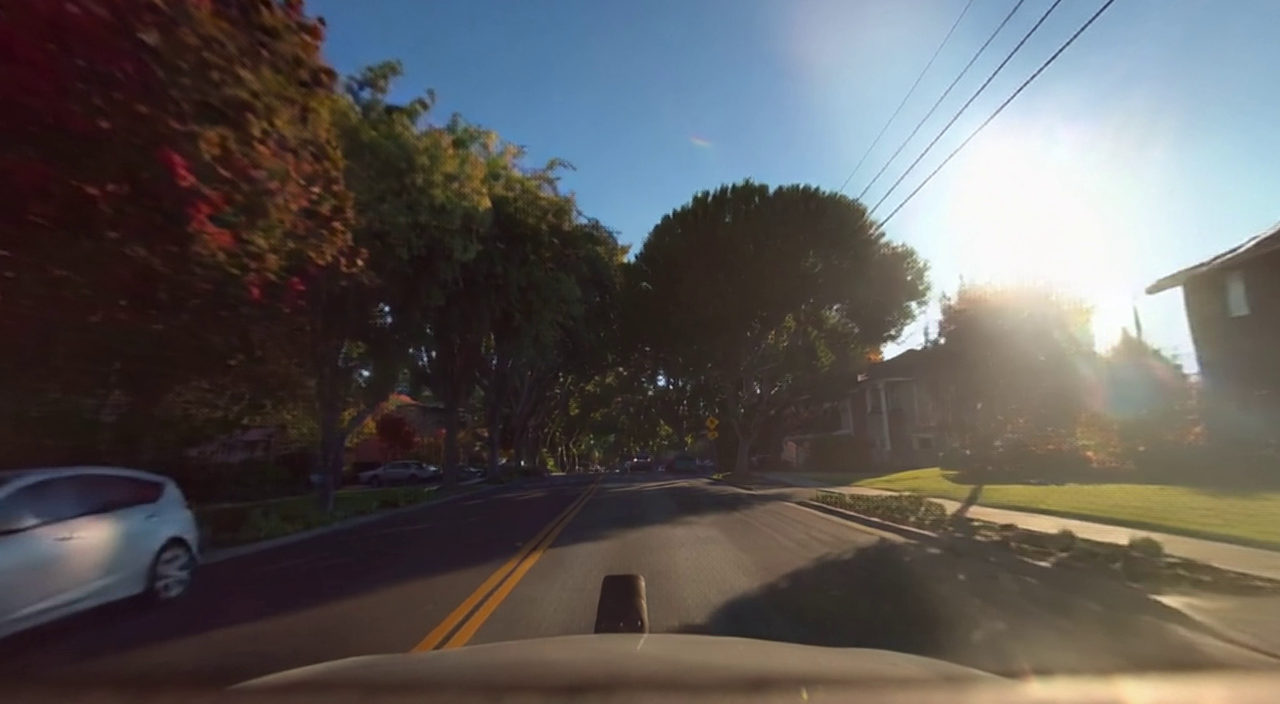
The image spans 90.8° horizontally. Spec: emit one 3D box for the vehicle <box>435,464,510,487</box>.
[{"bbox_3d":[-11.918,8.800,45.080,4.676,1.484,2.068,-2,-9,13],"label":"vehicle"}]

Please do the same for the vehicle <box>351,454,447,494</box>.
[{"bbox_3d":[-16.508,8.356,43.457,5.586,2.532,2.444,-2,-9,9],"label":"vehicle"}]

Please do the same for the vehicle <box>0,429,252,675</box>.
[{"bbox_3d":[-5.790,1.710,5.621,2.027,1.803,4.306,-4,-9,-1],"label":"vehicle"}]

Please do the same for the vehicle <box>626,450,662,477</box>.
[{"bbox_3d":[0.158,6.695,38.151,2.022,1.481,4.050,0,-9,-2],"label":"vehicle"}]
